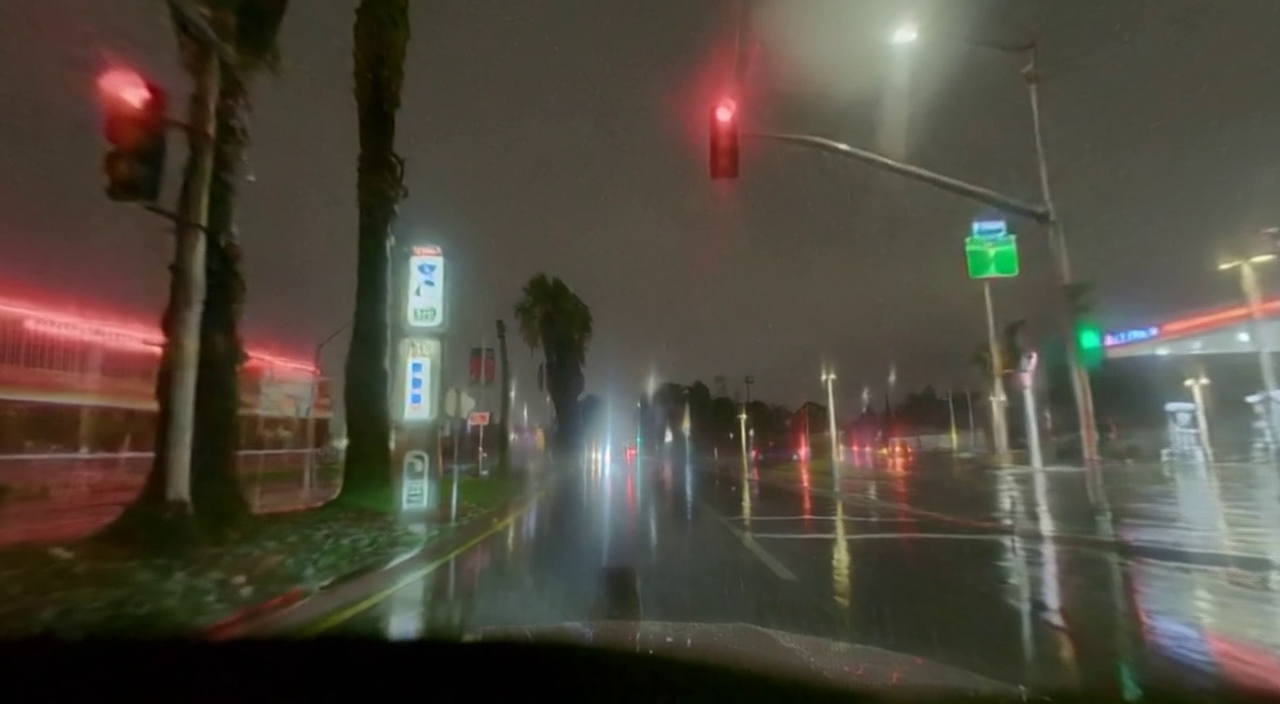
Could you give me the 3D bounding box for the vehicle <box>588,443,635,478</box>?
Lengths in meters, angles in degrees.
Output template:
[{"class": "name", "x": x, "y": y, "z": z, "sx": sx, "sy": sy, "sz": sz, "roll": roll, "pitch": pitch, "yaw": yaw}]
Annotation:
[{"class": "vehicle", "x": -1.373, "y": 5.172, "z": 30.264, "sx": 2.073, "sy": 1.525, "sz": 4.809, "roll": 1, "pitch": -9, "yaw": -3}]
